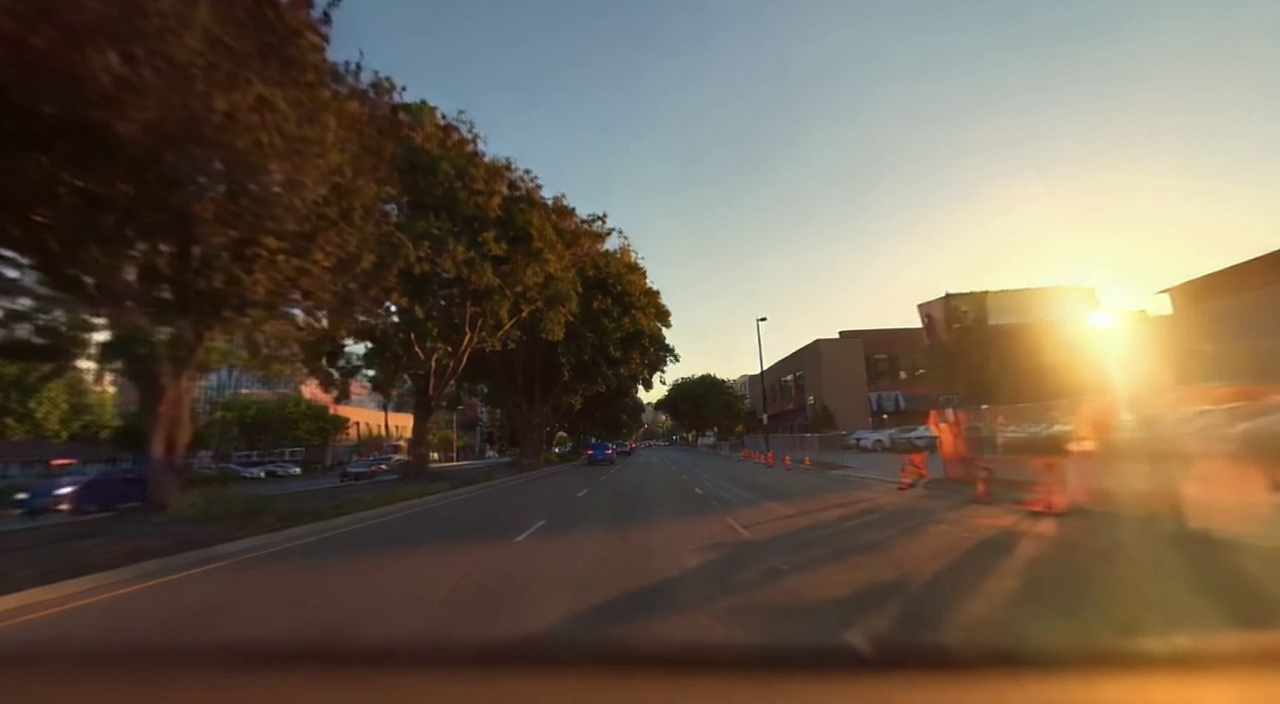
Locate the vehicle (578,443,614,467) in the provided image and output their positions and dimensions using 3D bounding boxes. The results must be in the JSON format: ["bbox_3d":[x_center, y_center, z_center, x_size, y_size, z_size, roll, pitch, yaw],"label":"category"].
[{"bbox_3d":[-2.682,6.407,39.380,1.926,1.442,4.231,0,-8,0],"label":"vehicle"}]

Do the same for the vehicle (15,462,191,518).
[{"bbox_3d":[-17.961,4.590,21.473,1.948,1.535,4.600,0,-8,0],"label":"vehicle"}]
